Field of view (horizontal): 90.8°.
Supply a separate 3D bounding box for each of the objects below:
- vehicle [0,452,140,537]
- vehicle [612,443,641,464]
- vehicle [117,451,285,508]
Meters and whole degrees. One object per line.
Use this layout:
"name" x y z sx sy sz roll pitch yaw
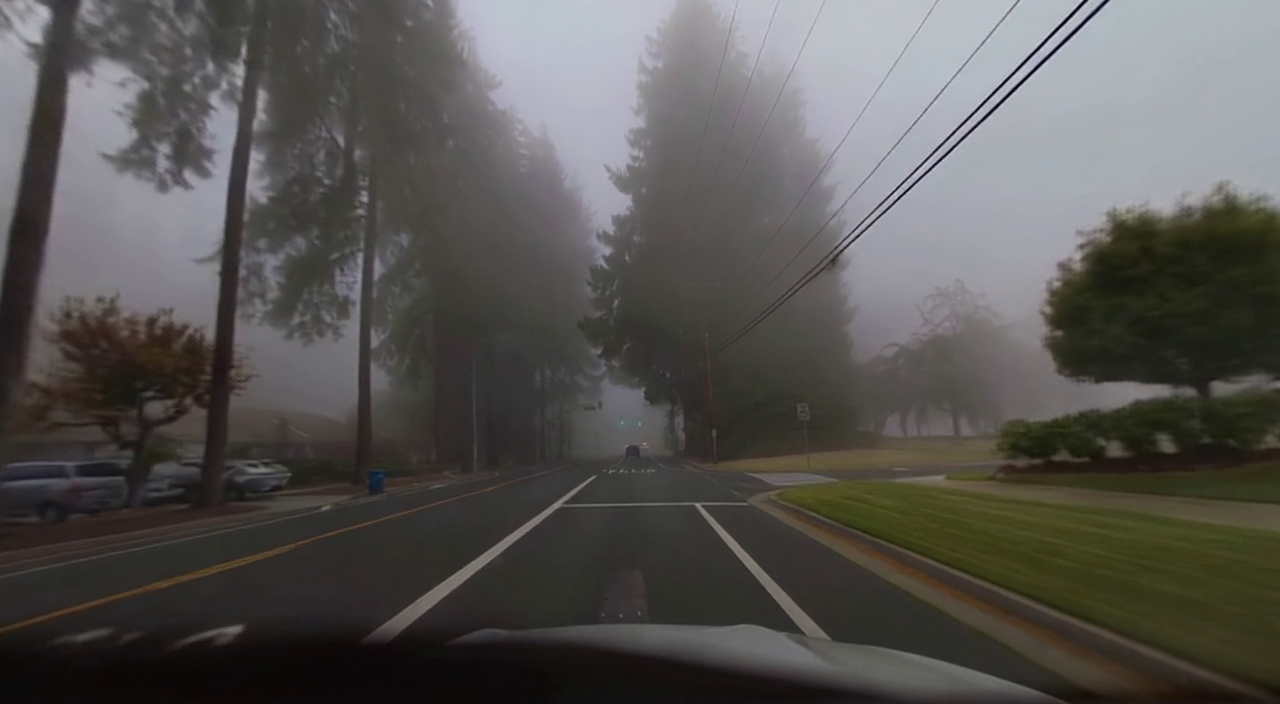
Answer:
"vehicle" -16.700 3.874 17.745 2.378 1.922 5.801 -1 -8 -20
"vehicle" -1.033 7.858 48.957 2.104 1.500 3.815 0 -9 -1
"vehicle" -16.159 4.689 23.509 2.043 1.803 4.631 -12 -13 37
